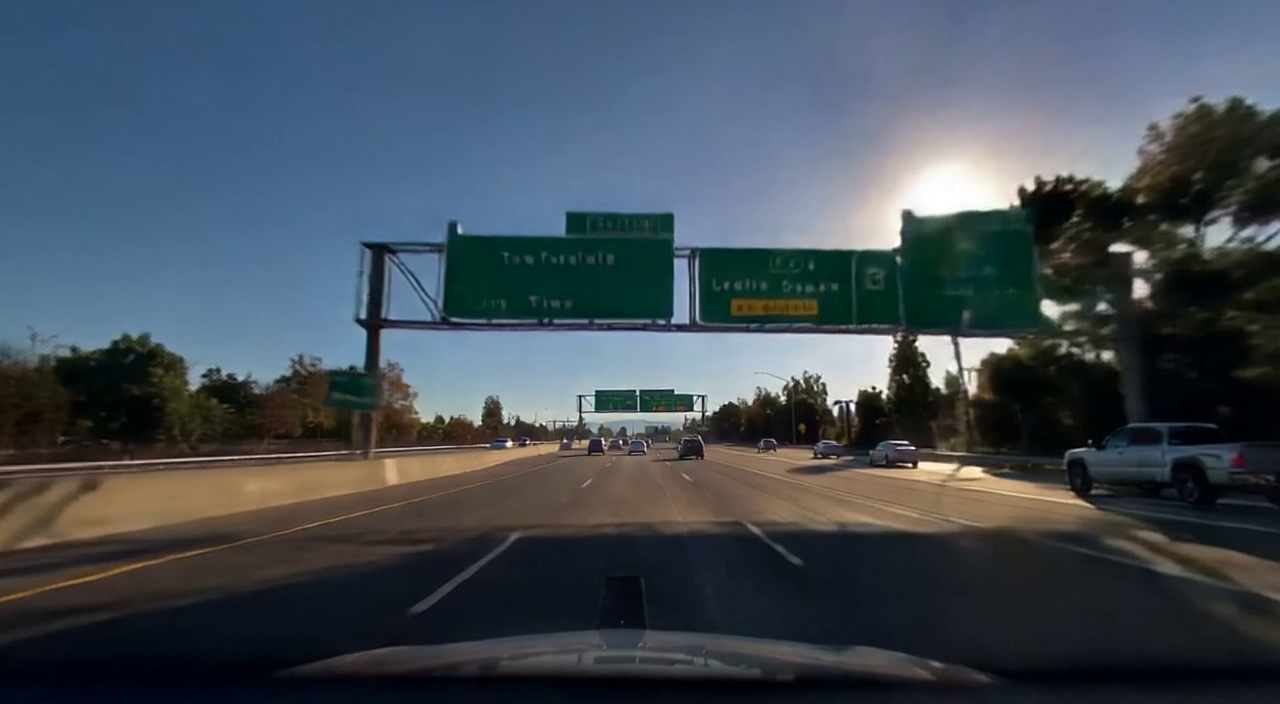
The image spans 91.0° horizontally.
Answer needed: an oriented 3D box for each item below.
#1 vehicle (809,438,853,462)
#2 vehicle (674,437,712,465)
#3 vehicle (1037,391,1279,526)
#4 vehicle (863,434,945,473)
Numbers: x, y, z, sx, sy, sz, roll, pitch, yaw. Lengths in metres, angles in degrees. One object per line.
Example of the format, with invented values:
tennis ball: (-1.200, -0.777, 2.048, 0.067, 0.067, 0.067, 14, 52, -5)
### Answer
vehicle: (14.354, 7.415, 47.555, 2.020, 1.707, 4.424, 0, -9, 1)
vehicle: (3.574, 6.795, 43.314, 2.147, 1.794, 4.538, 0, -9, 0)
vehicle: (11.549, 2.186, 13.224, 2.442, 2.140, 6.462, 0, -9, 3)
vehicle: (13.064, 5.050, 31.509, 2.116, 1.754, 4.727, 0, -9, 1)
